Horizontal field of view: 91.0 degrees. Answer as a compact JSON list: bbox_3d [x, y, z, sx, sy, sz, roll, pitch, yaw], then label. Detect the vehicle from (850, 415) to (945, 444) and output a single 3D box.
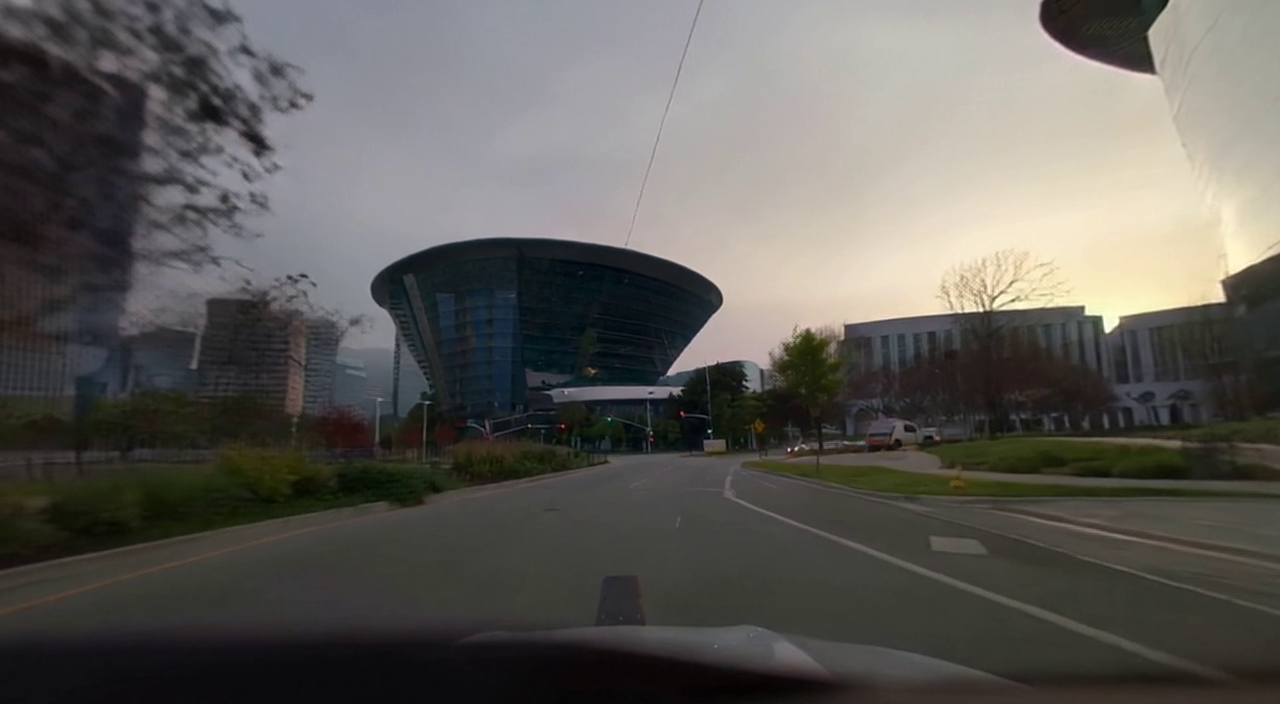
[{"bbox_3d":[17.602,5.347,43.385,5.745,1.902,2.244,-2,-9,14],"label":"vehicle"}]
